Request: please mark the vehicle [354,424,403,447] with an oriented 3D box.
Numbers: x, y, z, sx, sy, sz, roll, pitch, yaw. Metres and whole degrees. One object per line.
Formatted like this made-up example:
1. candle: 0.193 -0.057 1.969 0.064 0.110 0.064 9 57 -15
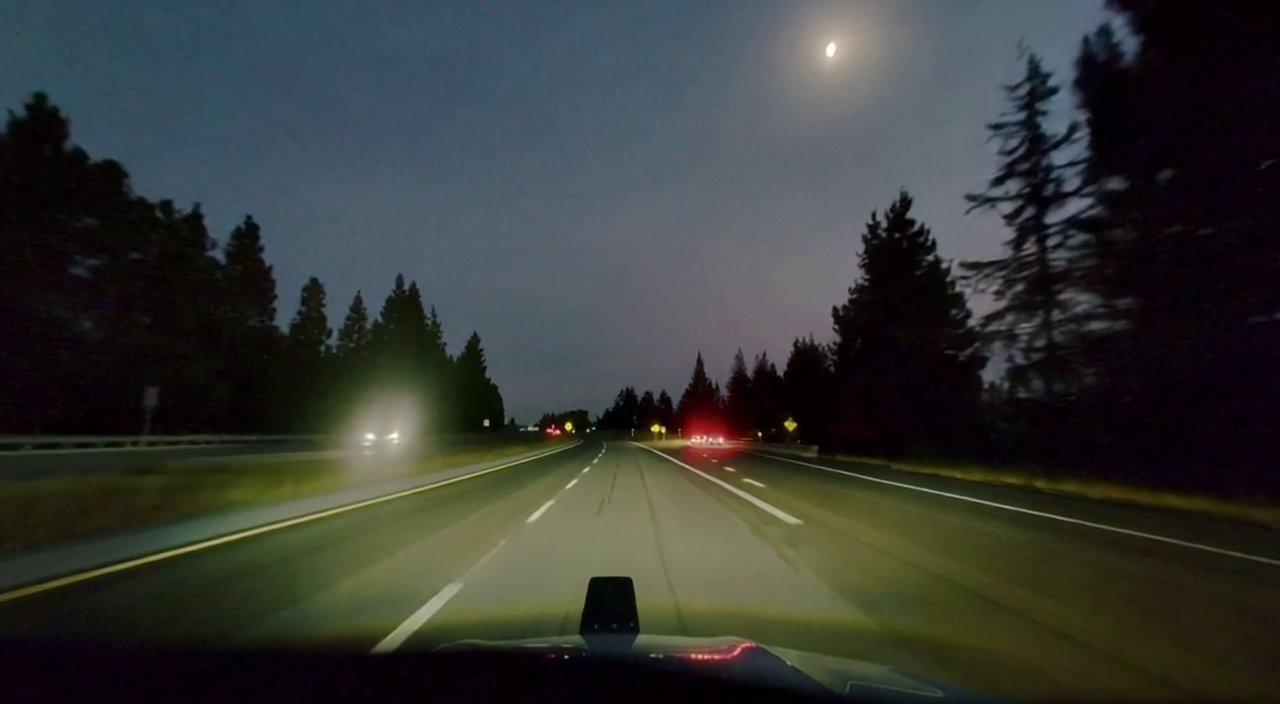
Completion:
1. vehicle: -17.337 5.555 41.986 1.761 1.429 3.686 0 -8 -1
